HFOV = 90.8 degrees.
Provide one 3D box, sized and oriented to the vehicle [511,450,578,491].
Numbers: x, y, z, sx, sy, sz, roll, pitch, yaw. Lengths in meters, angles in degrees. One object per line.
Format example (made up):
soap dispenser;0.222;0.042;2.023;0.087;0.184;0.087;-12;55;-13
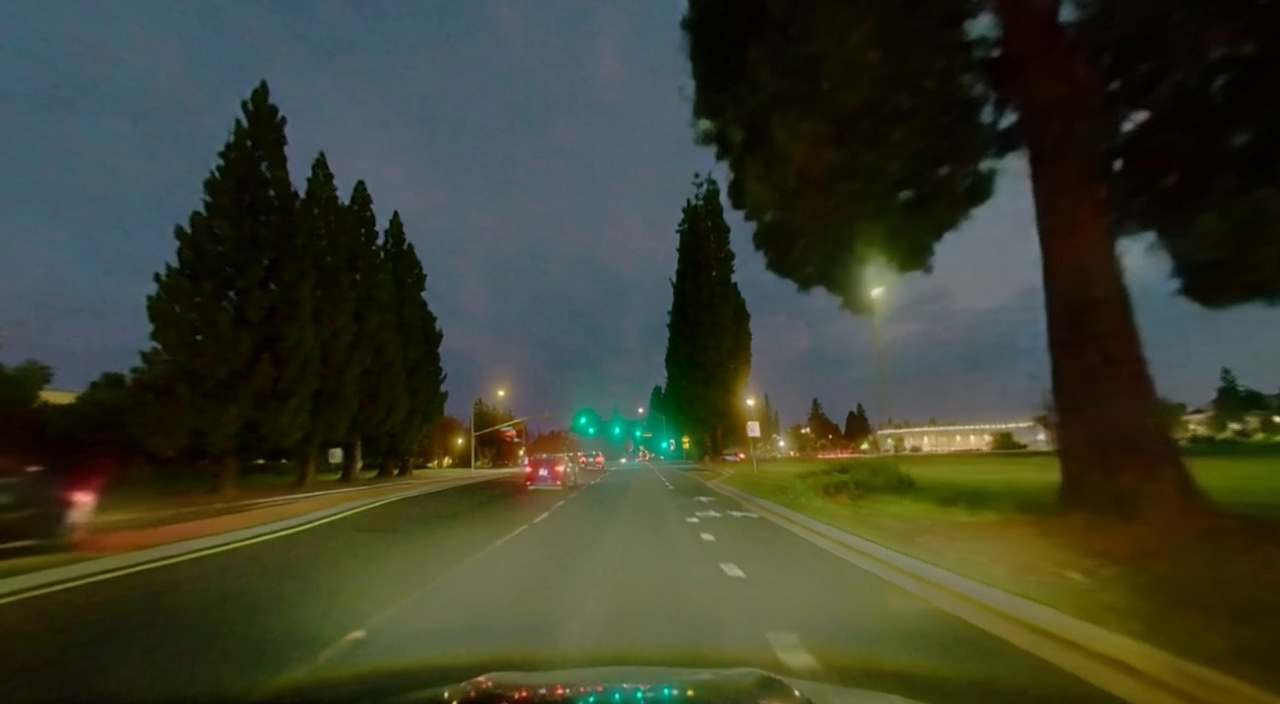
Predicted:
vehicle;-3.639;4.589;24.731;1.932;1.431;4.144;0;-9;1
